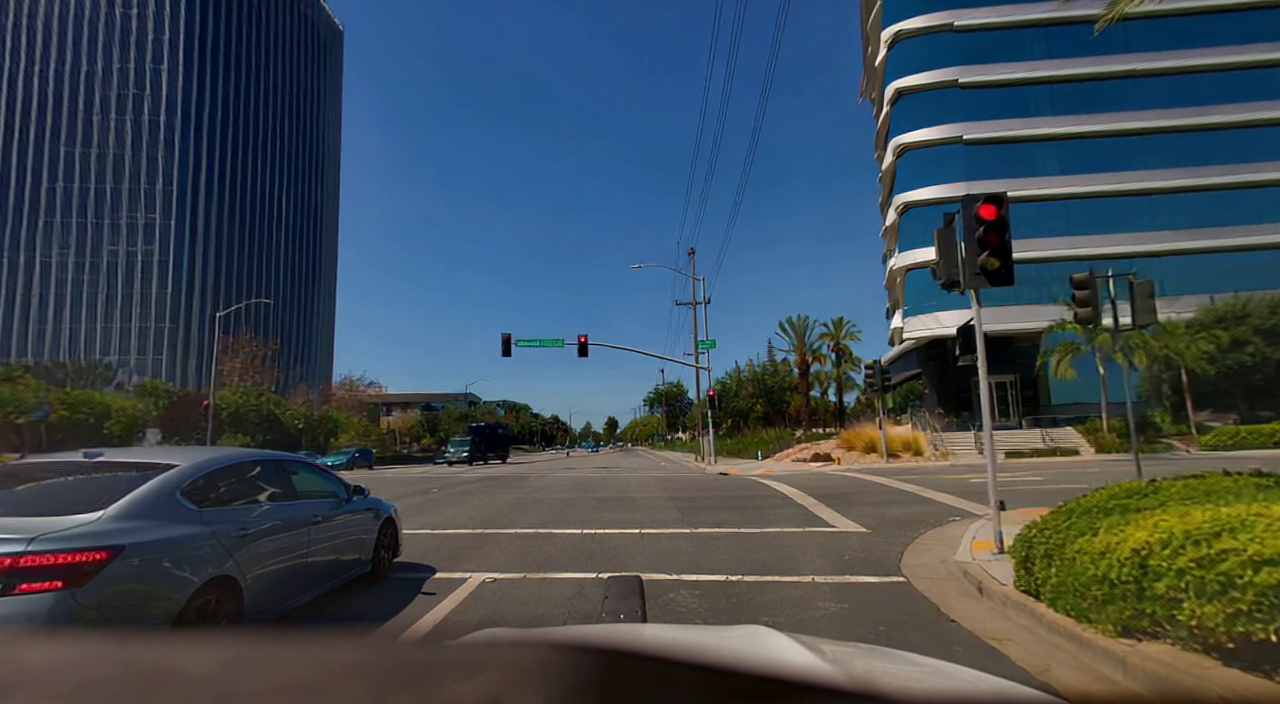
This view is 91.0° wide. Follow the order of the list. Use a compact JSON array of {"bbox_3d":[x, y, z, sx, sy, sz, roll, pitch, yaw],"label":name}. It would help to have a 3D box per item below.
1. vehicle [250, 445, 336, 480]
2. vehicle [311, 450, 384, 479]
[{"bbox_3d":[-19.097,6.068,34.918,2.017,1.739,4.569,0,-9,1],"label":"vehicle"},{"bbox_3d":[-15.360,5.915,33.290,1.875,1.389,3.784,0,-9,3],"label":"vehicle"}]
